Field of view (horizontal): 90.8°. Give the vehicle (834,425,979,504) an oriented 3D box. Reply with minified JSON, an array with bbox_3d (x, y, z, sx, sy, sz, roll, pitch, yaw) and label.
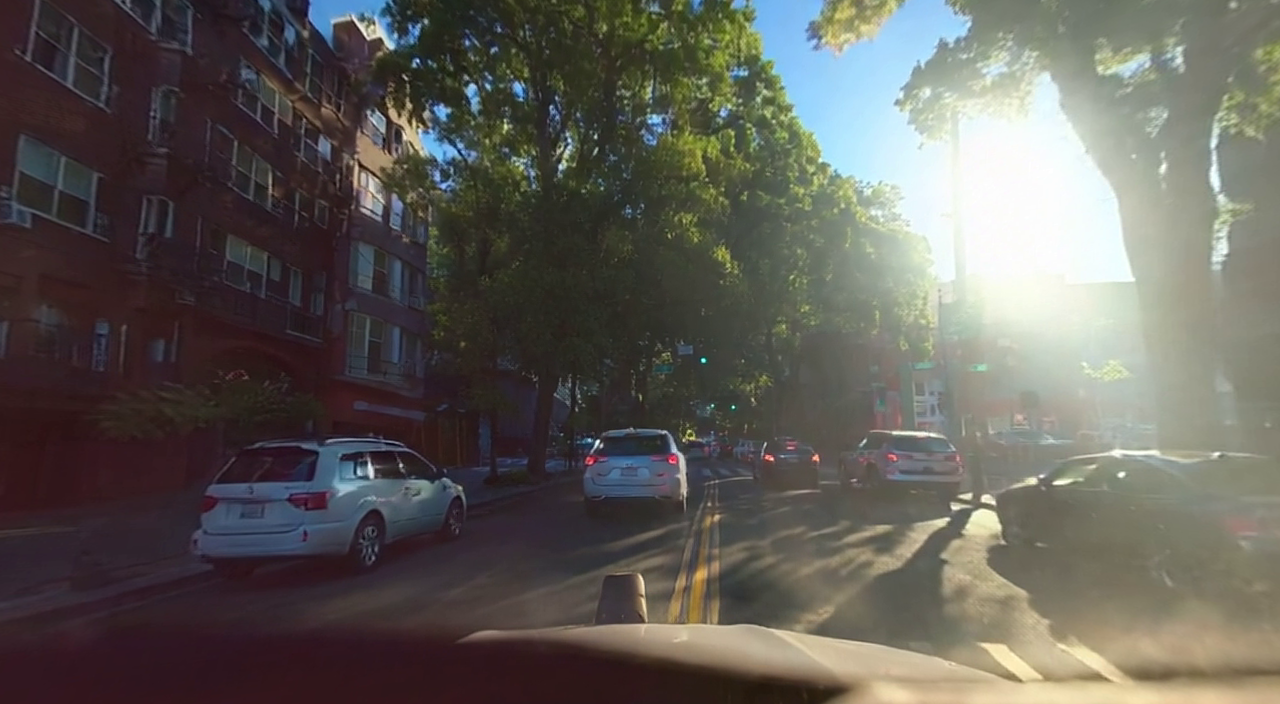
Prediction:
[{"bbox_3d":[7.002,3.008,17.378,2.093,1.815,5.441,-1,-9,6],"label":"vehicle"}]

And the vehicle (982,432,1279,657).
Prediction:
[{"bbox_3d":[5.328,1.558,6.212,1.937,1.442,4.338,-1,-9,7],"label":"vehicle"}]

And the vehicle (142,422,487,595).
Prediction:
[{"bbox_3d":[-4.028,1.977,8.947,2.013,1.772,4.439,-2,-9,9],"label":"vehicle"}]

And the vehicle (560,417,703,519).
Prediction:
[{"bbox_3d":[0.083,2.506,14.226,2.333,1.832,5.200,-2,-9,9],"label":"vehicle"}]

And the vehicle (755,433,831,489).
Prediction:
[{"bbox_3d":[4.874,3.498,20.618,2.111,1.619,4.077,-2,-9,10],"label":"vehicle"}]

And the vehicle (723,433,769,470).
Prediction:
[{"bbox_3d":[5.237,4.986,31.719,2.111,1.705,4.093,-1,-9,7],"label":"vehicle"}]
